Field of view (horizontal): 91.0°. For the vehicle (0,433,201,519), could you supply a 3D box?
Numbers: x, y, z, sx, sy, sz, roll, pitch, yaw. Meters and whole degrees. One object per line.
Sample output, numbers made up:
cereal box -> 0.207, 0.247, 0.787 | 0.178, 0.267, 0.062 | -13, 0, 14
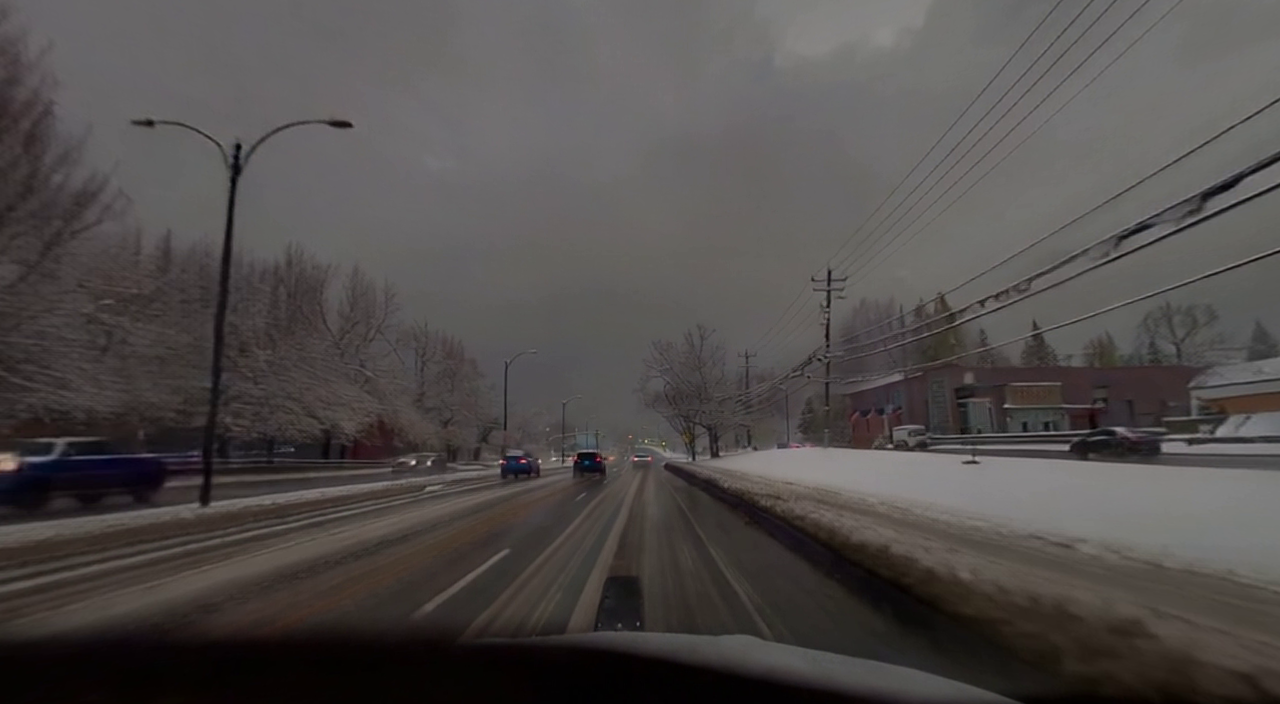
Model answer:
vehicle -> -15.590, 3.308, 17.646 | 2.276, 1.956, 5.850 | 0, -8, 1

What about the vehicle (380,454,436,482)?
vehicle -> -13.951, 6.967, 38.097 | 1.909, 1.502, 4.355 | 1, -8, -3

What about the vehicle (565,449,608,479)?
vehicle -> -3.202, 6.760, 38.331 | 2.085, 1.663, 4.513 | 0, -8, 2

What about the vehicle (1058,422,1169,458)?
vehicle -> 22.094, 4.147, 29.670 | 1.884, 1.532, 4.745 | 0, -8, 5

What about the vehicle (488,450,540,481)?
vehicle -> -7.005, 6.346, 35.528 | 1.932, 1.596, 4.247 | 0, -8, 2
